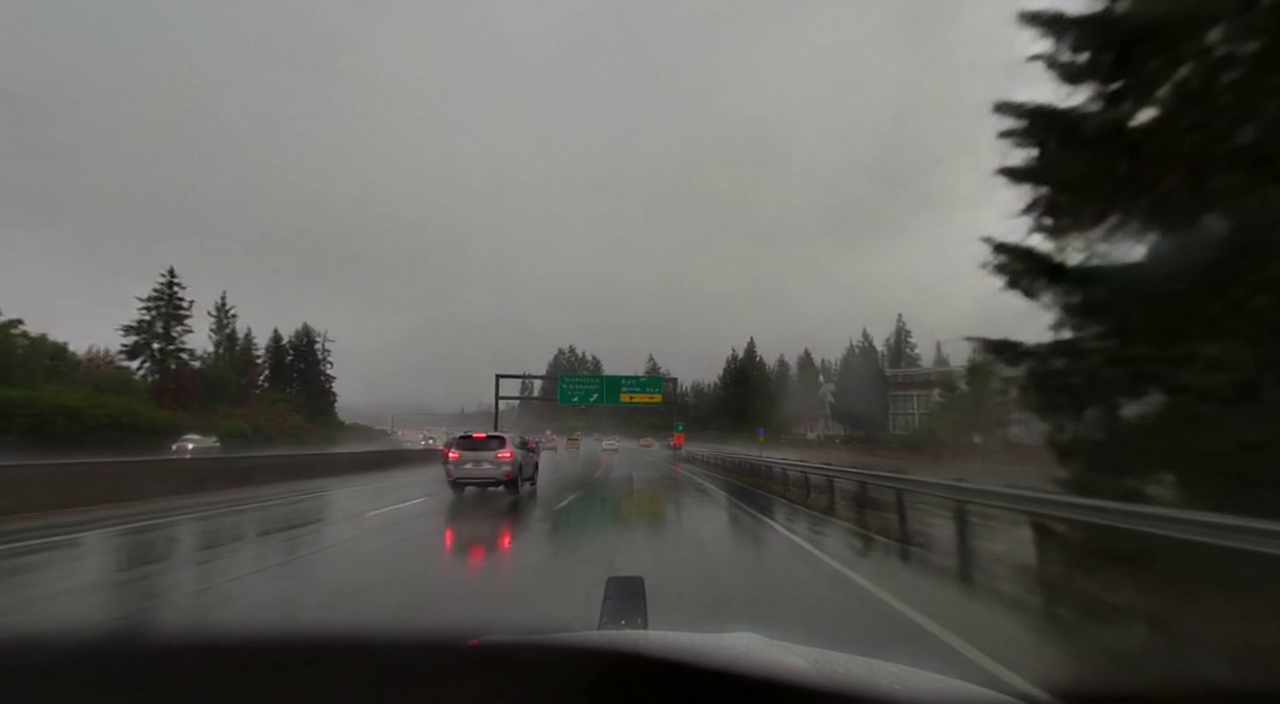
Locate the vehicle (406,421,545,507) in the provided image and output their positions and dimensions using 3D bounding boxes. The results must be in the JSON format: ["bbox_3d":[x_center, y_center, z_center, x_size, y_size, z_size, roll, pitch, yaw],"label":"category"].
[{"bbox_3d":[-3.858,2.745,15.834,2.142,1.789,5.009,0,-9,0],"label":"vehicle"}]
